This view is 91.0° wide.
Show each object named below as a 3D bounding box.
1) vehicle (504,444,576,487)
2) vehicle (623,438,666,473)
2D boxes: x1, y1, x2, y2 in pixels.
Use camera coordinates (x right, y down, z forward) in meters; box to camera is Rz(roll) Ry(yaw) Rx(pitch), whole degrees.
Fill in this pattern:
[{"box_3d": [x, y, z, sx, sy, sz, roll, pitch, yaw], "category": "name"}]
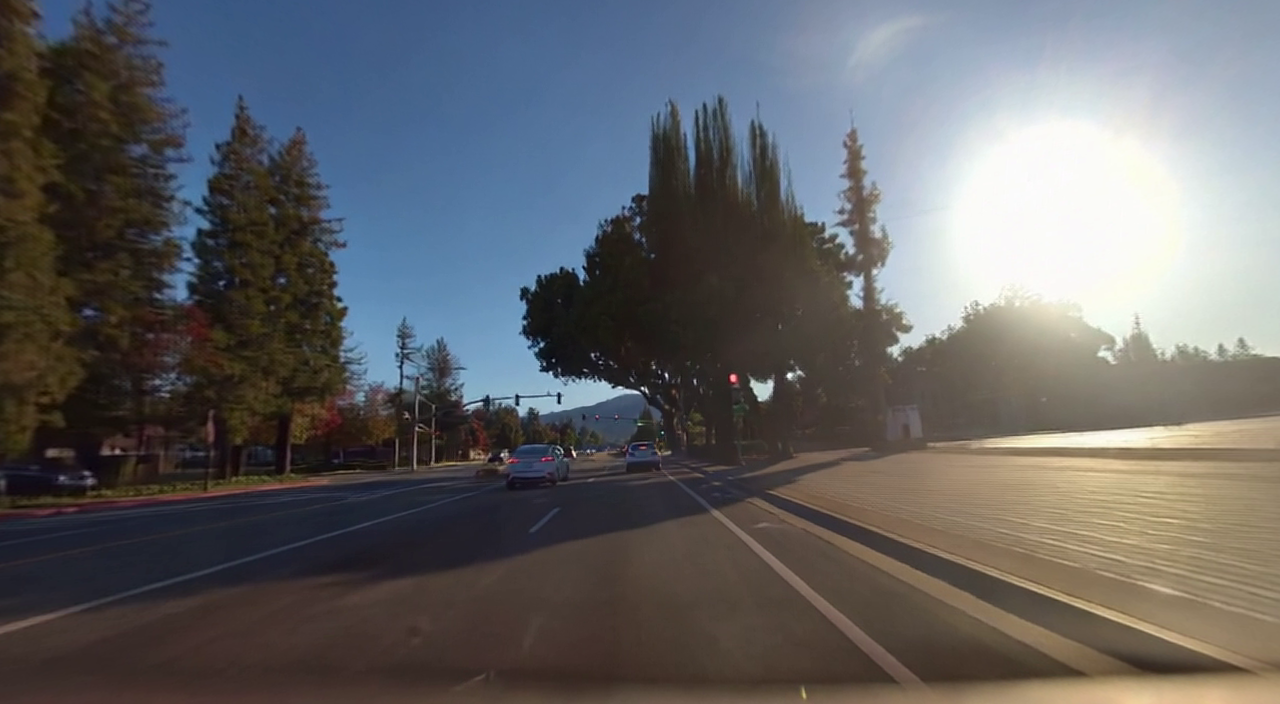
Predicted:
[{"box_3d": [-3.667, 4.238, 23.882, 2.036, 1.447, 4.044, 0, -8, 1], "category": "vehicle"}, {"box_3d": [0.163, 5.645, 34.608, 2.215, 1.799, 4.426, 0, -8, -2], "category": "vehicle"}]
